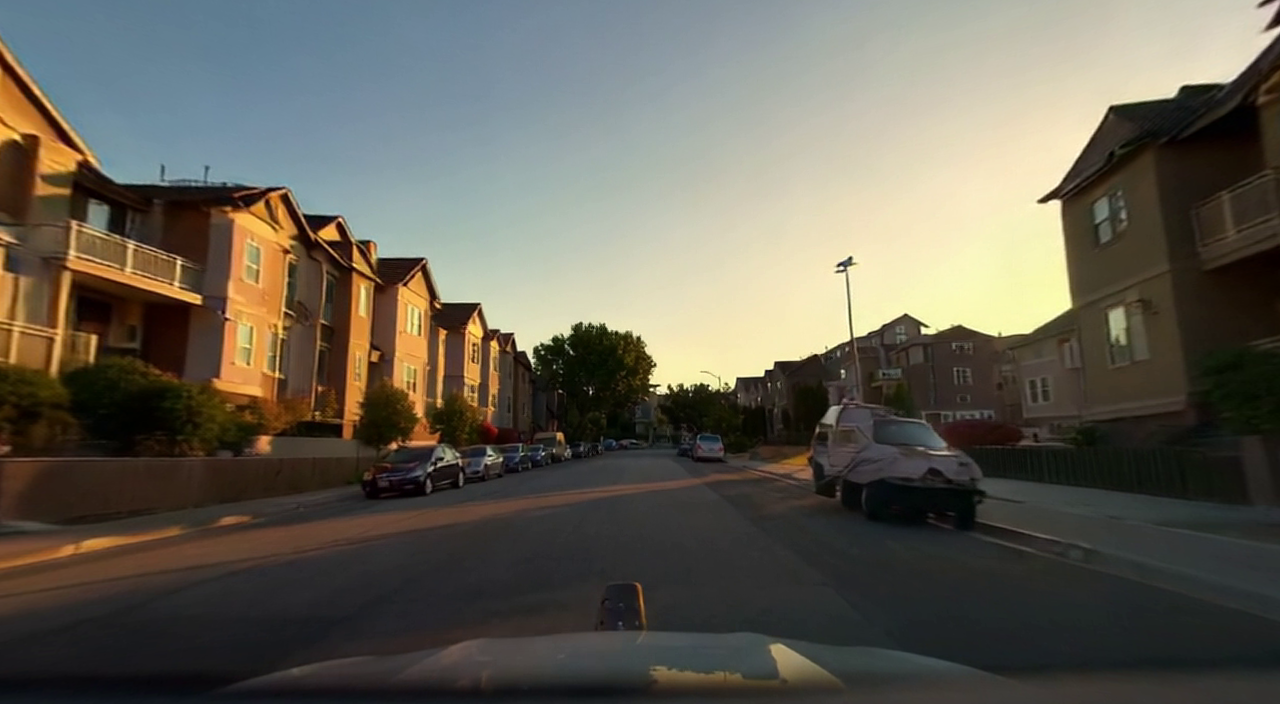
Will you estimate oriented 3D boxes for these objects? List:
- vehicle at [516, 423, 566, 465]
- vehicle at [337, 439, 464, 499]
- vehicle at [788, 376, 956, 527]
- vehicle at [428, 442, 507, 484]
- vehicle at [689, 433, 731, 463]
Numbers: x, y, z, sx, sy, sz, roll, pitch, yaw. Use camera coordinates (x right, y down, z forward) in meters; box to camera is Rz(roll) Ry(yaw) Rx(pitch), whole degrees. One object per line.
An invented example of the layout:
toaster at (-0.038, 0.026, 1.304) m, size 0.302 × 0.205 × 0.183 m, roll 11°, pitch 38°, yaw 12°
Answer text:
vehicle at (-6.726, 6.416, 43.489) m, size 2.341 × 2.674 × 5.753 m, roll -1°, pitch -10°, yaw 1°
vehicle at (-6.889, 3.437, 18.753) m, size 2.003 × 1.501 × 4.779 m, roll -1°, pitch -9°, yaw -1°
vehicle at (4.131, 1.819, 11.652) m, size 2.158 × 2.478 × 2.078 m, roll -1°, pitch -9°, yaw -1°
vehicle at (-6.692, 4.341, 24.946) m, size 1.845 × 1.475 × 4.495 m, roll -1°, pitch -9°, yaw 0°
vehicle at (4.719, 6.585, 43.335) m, size 2.216 × 1.955 × 4.970 m, roll 0°, pitch -8°, yaw -1°
